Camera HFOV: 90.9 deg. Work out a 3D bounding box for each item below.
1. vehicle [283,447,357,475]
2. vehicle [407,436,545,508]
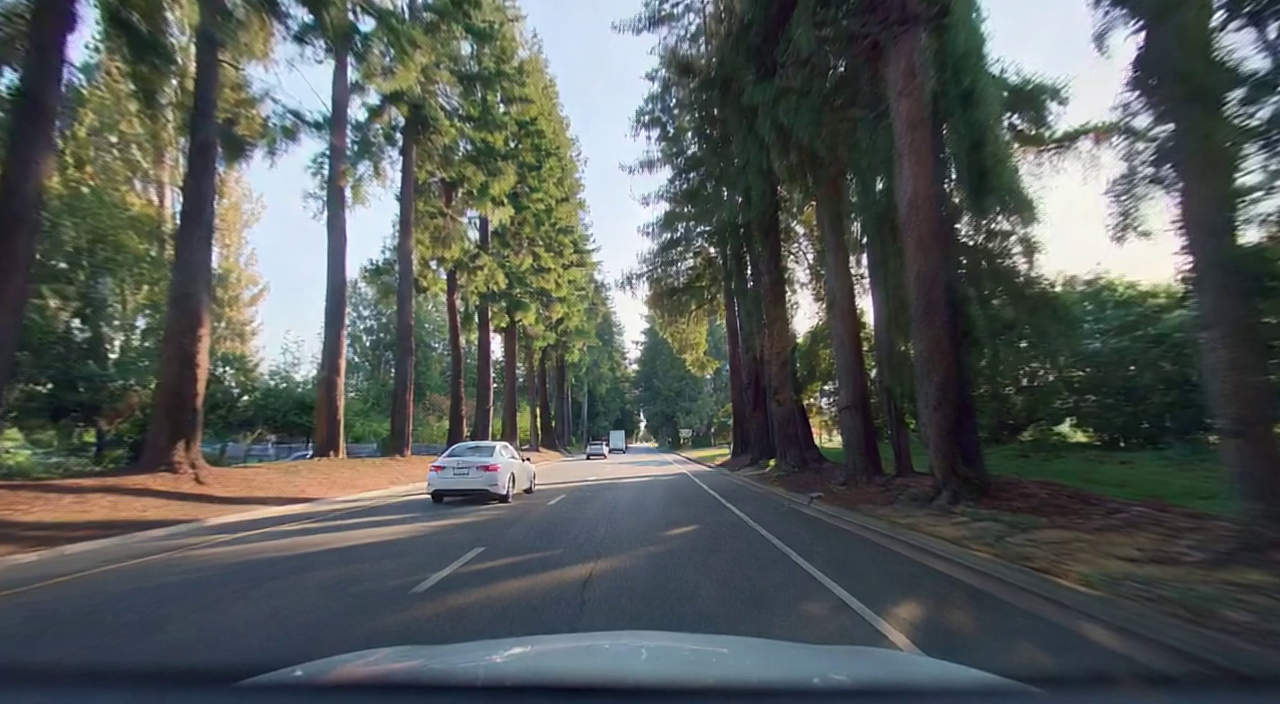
[{"bbox_3d":[-18.086,6.176,35.861,1.839,1.458,4.402,0,-8,0],"label":"vehicle"},{"bbox_3d":[-3.741,2.819,15.331,2.033,1.454,4.512,0,-8,2],"label":"vehicle"}]
